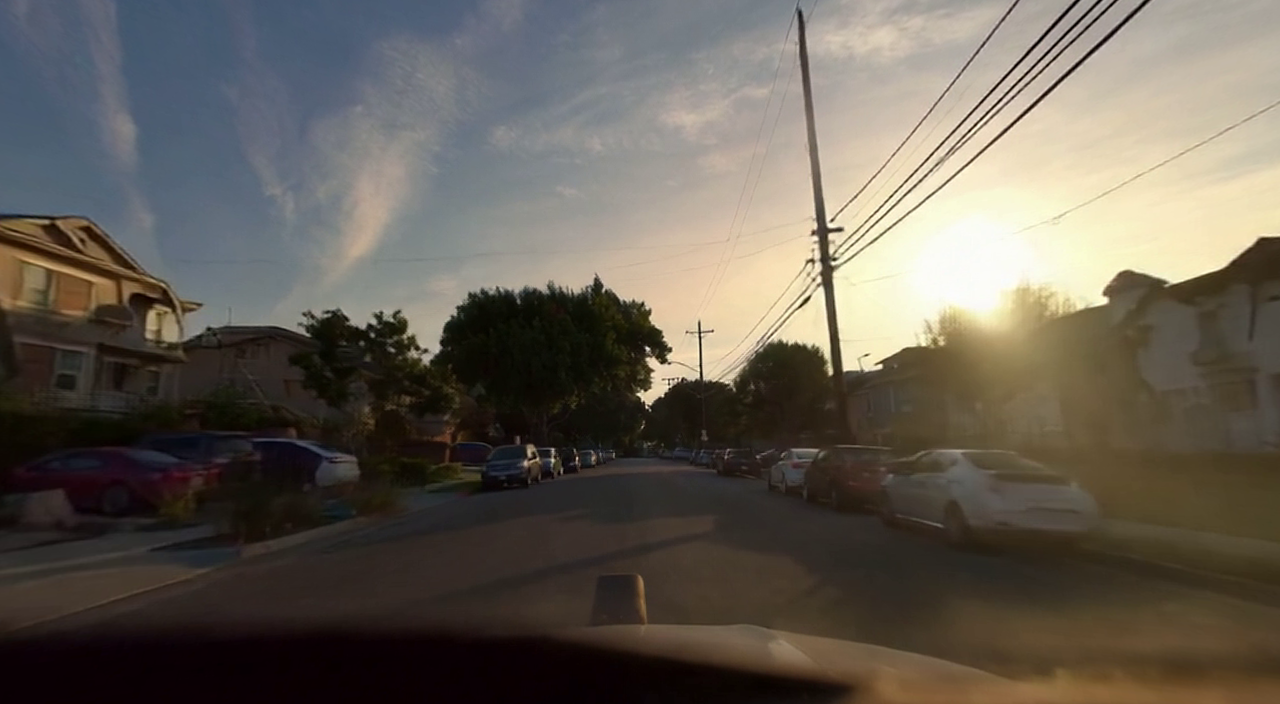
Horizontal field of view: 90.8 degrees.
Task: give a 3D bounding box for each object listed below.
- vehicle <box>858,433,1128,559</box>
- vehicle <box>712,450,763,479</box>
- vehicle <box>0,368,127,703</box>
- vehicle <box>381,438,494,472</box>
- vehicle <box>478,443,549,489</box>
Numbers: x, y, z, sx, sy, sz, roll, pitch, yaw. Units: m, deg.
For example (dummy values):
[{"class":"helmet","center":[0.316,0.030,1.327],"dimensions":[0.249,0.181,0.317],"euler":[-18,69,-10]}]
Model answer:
[{"class":"vehicle","center":[5.215,2.158,10.183],"dimensions":[1.826,1.566,4.307],"euler":[0,-9,0]},{"class":"vehicle","center":[5.162,5.997,34.010],"dimensions":[1.847,1.448,4.162],"euler":[0,-9,-3]},{"class":"vehicle","center":[-4.944,0.895,1.578],"dimensions":[2.394,2.089,5.951],"euler":[-4,-9,0]},{"class":"vehicle","center":[-11.606,5.931,36.469],"dimensions":[5.755,1.869,2.194],"euler":[0,-8,-1]},{"class":"vehicle","center":[-4.681,4.293,23.927],"dimensions":[1.983,1.579,3.879],"euler":[0,-9,-2]}]
